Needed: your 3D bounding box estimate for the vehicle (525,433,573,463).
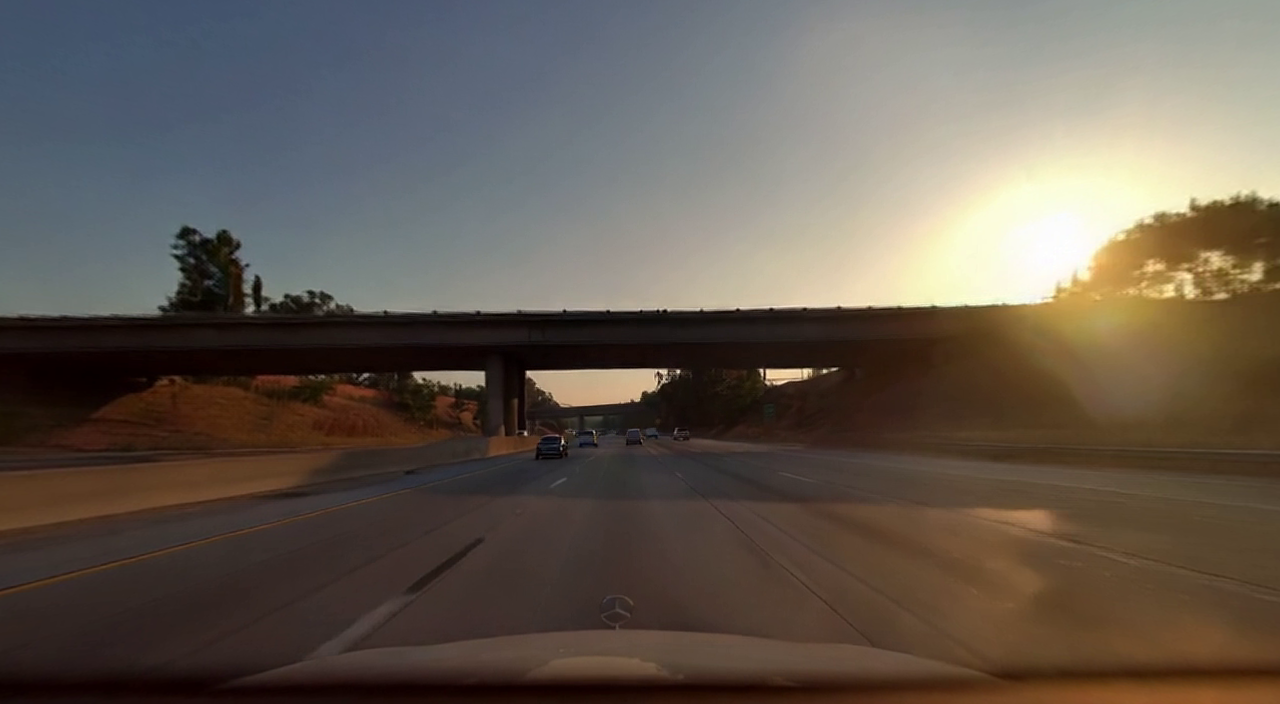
[{"bbox_3d":[-4.717,5.018,33.125,1.933,1.473,4.023,0,-8,0],"label":"vehicle"}]
